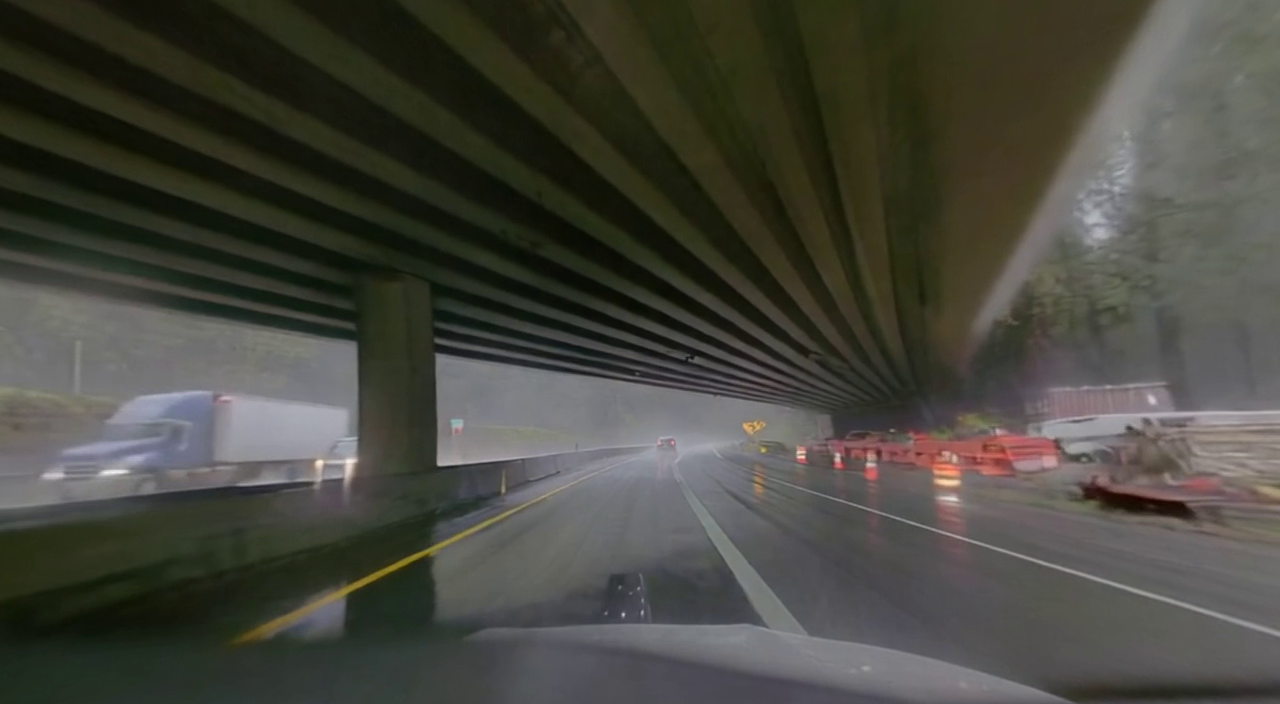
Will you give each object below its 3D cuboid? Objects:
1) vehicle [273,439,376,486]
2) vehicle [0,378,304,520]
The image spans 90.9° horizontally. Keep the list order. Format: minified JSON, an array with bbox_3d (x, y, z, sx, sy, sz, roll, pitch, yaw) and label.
[{"bbox_3d":[-14.090,4.922,28.528,2.023,1.956,4.623,-1,-8,3],"label":"vehicle"},{"bbox_3d":[-14.544,2.971,19.909,2.775,3.490,8.472,0,-8,3],"label":"vehicle"}]
